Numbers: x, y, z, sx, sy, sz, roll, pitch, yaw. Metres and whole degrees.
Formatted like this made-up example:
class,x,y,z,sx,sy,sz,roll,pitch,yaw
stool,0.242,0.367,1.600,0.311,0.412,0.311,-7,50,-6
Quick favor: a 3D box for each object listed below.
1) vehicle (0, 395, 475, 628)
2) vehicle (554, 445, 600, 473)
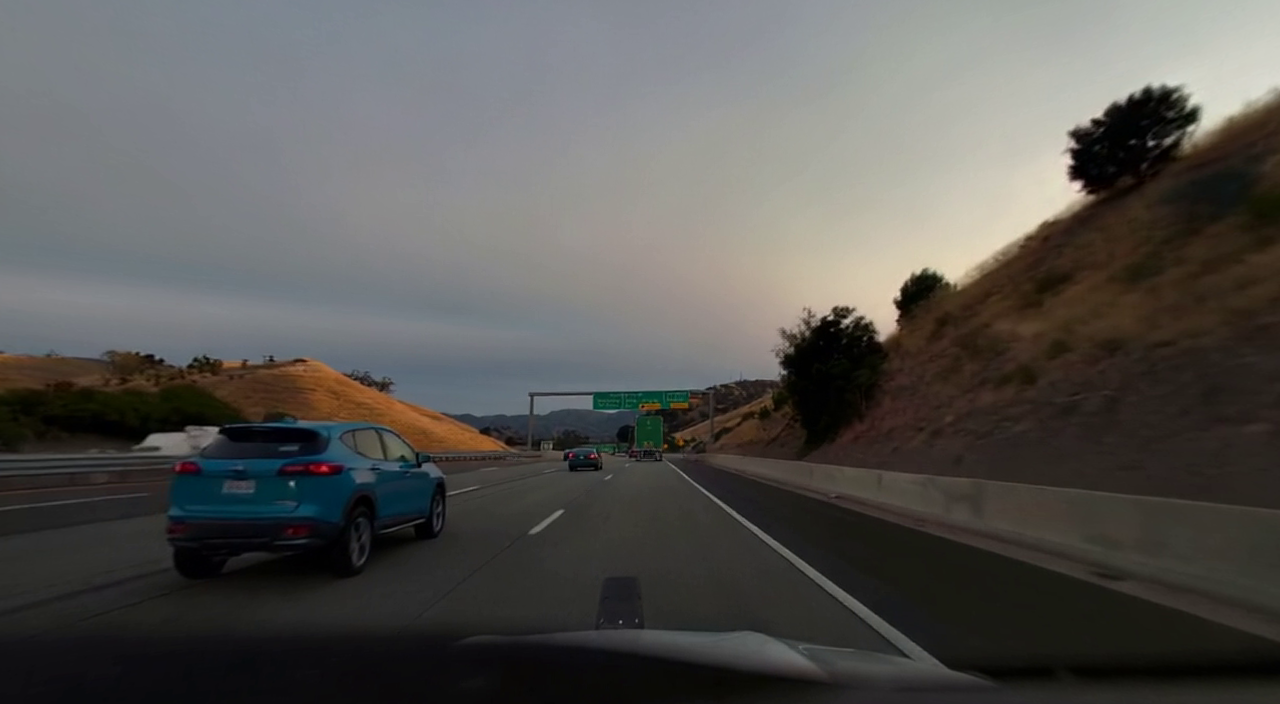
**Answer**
class,x,y,z,sx,sy,sz,roll,pitch,yaw
vehicle,-3.657,1.553,7.156,2.194,1.725,4.698,0,-9,1
vehicle,-3.563,6.157,36.377,2.101,1.476,4.471,0,-9,1
